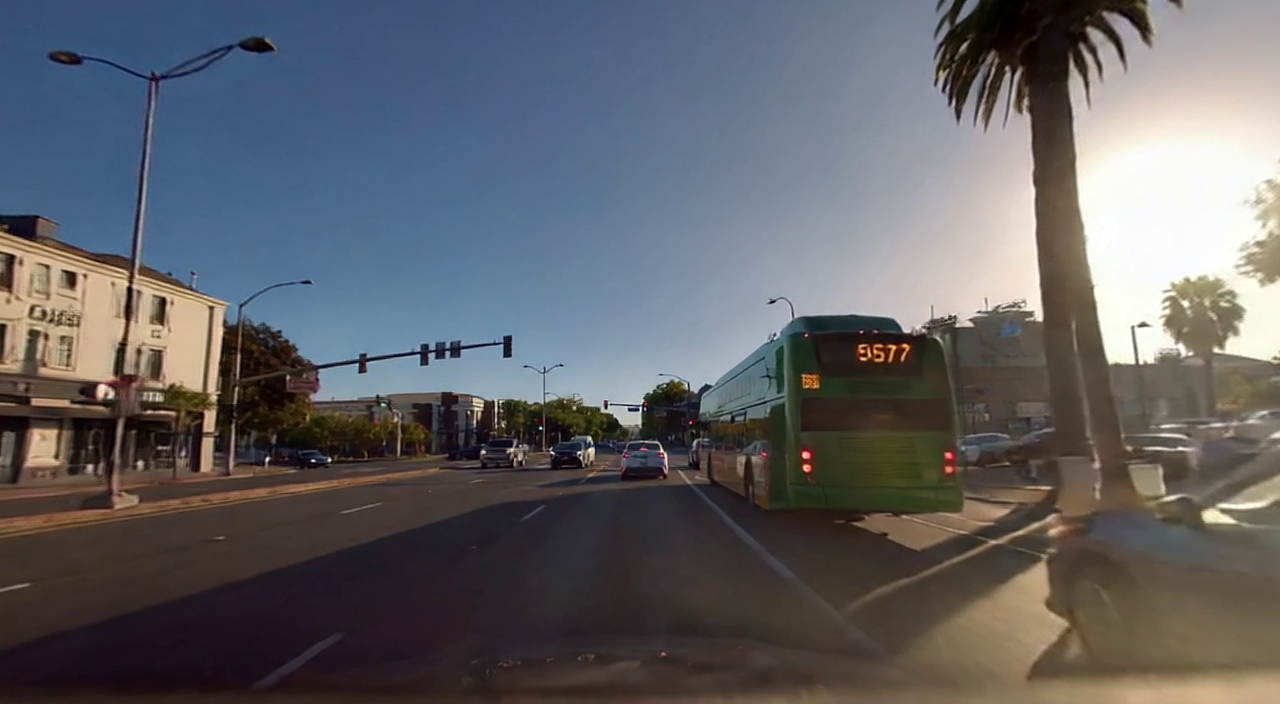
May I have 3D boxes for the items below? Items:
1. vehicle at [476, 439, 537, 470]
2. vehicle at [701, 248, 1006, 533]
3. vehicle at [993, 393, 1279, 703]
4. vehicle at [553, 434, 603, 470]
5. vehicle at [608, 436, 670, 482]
[{"bbox_3d":[-6.786,5.267,32.732,1.927,1.480,4.832,0,-9,2],"label":"vehicle"},{"bbox_3d":[3.565,1.484,15.603,2.970,4.015,13.606,0,-9,1],"label":"vehicle"},{"bbox_3d":[3.598,0.854,2.055,1.965,1.519,5.078,0,-9,0],"label":"vehicle"},{"bbox_3d":[-3.149,5.179,32.871,2.020,1.721,4.366,0,-8,2],"label":"vehicle"},{"bbox_3d":[-0.014,3.849,22.927,2.060,1.499,3.831,0,-9,1],"label":"vehicle"}]
